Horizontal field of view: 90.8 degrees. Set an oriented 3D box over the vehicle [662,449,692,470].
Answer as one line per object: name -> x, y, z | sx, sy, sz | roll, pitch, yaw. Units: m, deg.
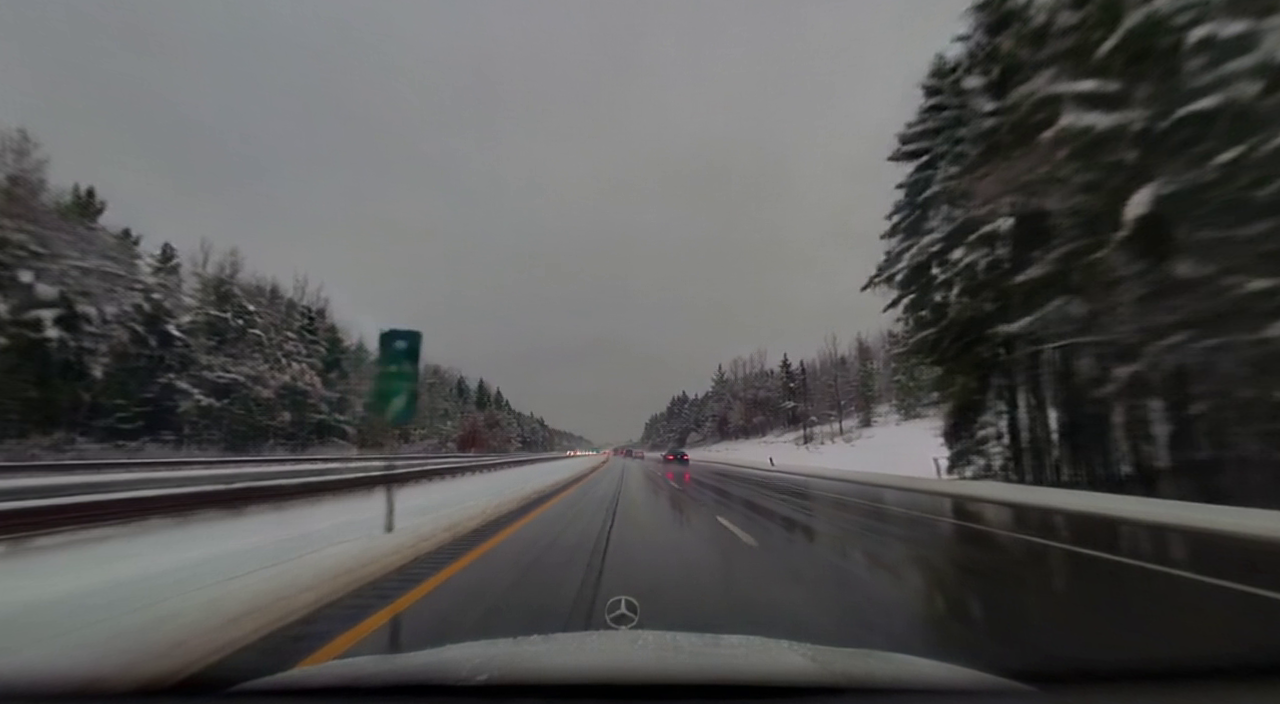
vehicle -> 2.758, 8.105, 47.658 | 1.870, 1.486, 3.858 | 0, -9, -2
